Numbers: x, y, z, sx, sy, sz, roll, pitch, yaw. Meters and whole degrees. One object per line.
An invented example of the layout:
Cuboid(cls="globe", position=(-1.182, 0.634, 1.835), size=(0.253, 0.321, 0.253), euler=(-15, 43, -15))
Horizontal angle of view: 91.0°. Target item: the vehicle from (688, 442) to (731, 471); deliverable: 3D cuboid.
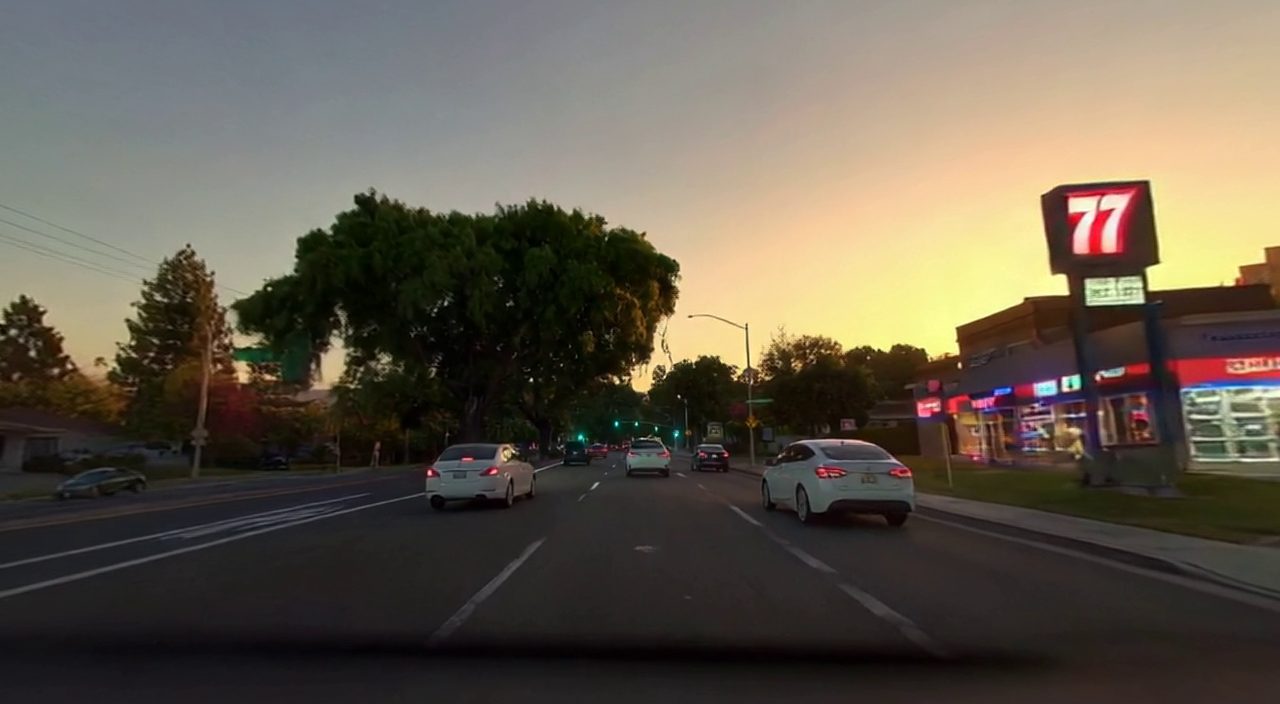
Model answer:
Cuboid(cls="vehicle", position=(3.795, 5.775, 35.080), size=(1.880, 1.476, 3.932), euler=(0, -8, -1))

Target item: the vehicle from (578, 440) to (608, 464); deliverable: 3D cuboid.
Cuboid(cls="vehicle", position=(-3.462, 7.408, 46.611), size=(1.871, 1.673, 3.920), euler=(0, -8, 1))

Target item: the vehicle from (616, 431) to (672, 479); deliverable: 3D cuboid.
Cuboid(cls="vehicle", position=(0.121, 4.292, 26.478), size=(2.164, 1.867, 4.254), euler=(0, -8, -1))

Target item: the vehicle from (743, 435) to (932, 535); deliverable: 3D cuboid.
Cuboid(cls="vehicle", position=(3.336, 2.328, 11.780), size=(1.977, 1.480, 4.589), euler=(0, -8, -1))

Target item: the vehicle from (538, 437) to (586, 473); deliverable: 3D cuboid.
Cuboid(cls="vehicle", position=(-3.899, 5.217, 32.085), size=(1.932, 1.695, 4.235), euler=(0, -8, 0))

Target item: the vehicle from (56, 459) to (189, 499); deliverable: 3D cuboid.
Cuboid(cls="vehicle", position=(-22.396, 5.493, 27.526), size=(1.827, 1.441, 4.660), euler=(0, -8, 0))

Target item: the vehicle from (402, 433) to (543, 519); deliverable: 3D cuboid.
Cuboid(cls="vehicle", position=(-3.294, 2.506, 13.274), size=(1.864, 1.505, 4.202), euler=(0, -8, -1))
